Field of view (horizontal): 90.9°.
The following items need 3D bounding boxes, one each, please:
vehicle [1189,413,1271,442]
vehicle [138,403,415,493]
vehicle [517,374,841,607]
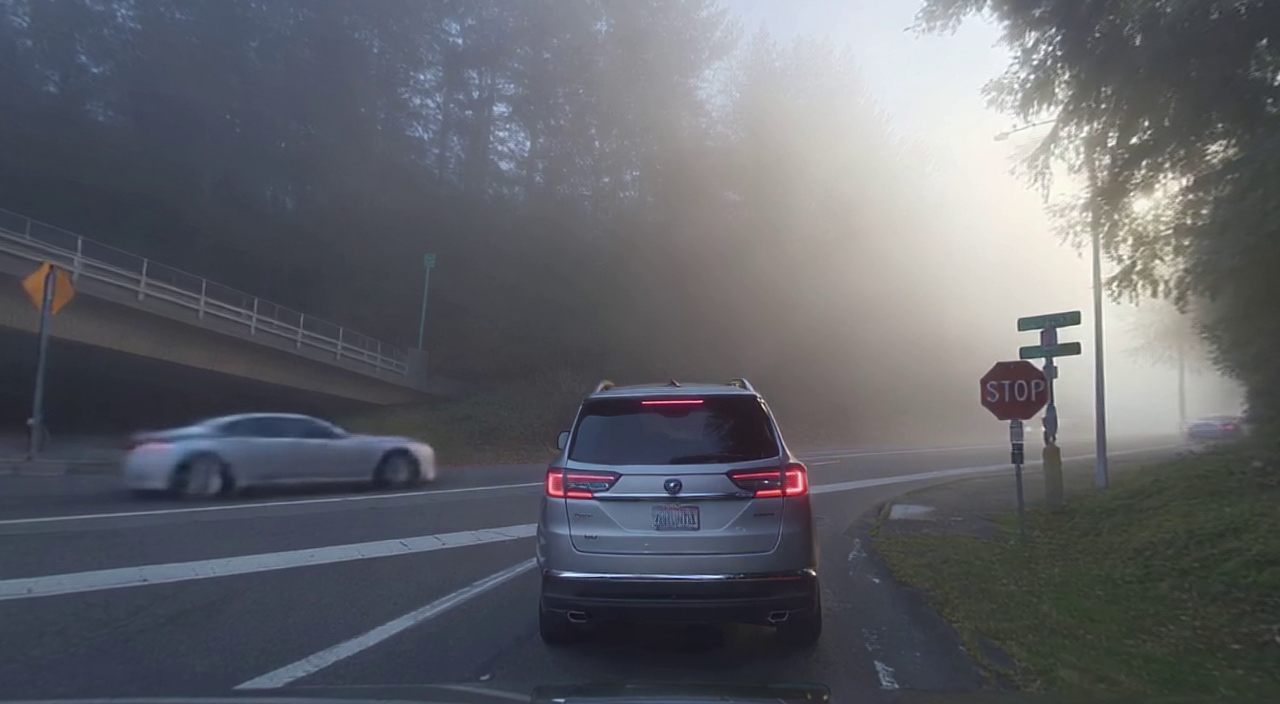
[{"bbox_3d":[37.058,4.779,39.593,5.060,1.648,2.038,4,-10,-27],"label":"vehicle"},{"bbox_3d":[-8.219,2.234,14.818,5.166,1.791,2.131,5,-10,-28],"label":"vehicle"},{"bbox_3d":[0.302,1.400,7.137,2.494,1.804,4.336,0,-9,0],"label":"vehicle"}]
